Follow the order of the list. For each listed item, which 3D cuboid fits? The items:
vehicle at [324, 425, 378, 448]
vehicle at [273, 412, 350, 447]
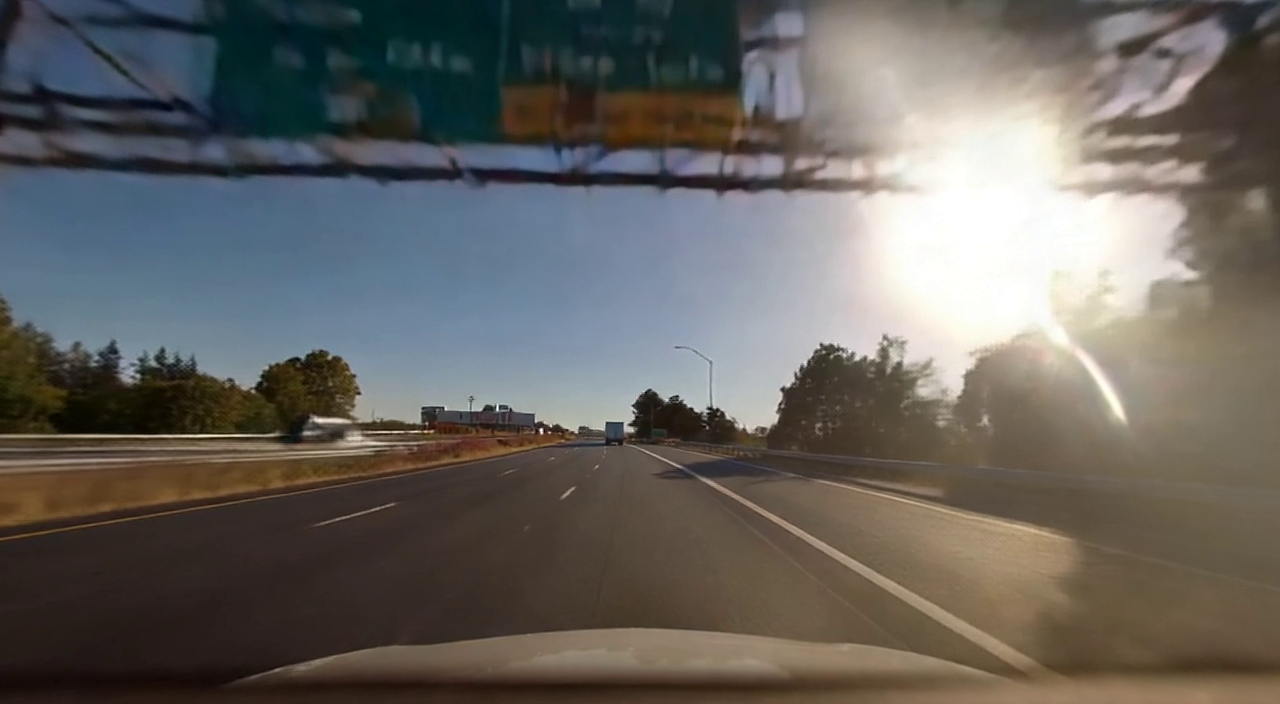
[{"bbox_3d":[-20.487,6.046,44.862,1.857,1.500,4.421,0,-8,-2],"label":"vehicle"},{"bbox_3d":[-24.270,5.848,46.831,2.494,2.385,6.191,0,-8,-1],"label":"vehicle"}]
